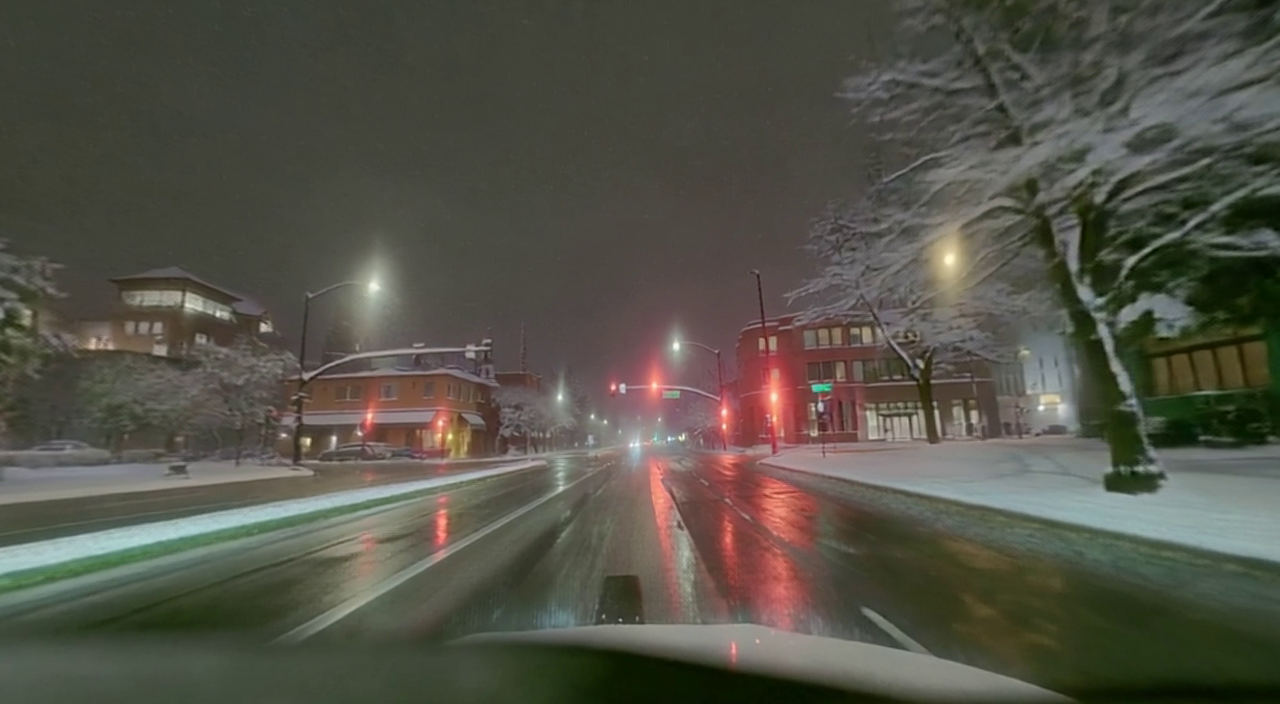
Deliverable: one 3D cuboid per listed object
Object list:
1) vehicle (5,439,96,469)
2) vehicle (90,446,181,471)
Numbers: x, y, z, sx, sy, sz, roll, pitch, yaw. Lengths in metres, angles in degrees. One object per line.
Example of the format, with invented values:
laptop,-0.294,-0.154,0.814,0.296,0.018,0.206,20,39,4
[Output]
vehicle,-37.297,6.417,39.975,1.873,1.657,4.087,-3,-7,-1
vehicle,-31.975,6.735,40.077,1.852,1.485,4.683,0,-9,1
